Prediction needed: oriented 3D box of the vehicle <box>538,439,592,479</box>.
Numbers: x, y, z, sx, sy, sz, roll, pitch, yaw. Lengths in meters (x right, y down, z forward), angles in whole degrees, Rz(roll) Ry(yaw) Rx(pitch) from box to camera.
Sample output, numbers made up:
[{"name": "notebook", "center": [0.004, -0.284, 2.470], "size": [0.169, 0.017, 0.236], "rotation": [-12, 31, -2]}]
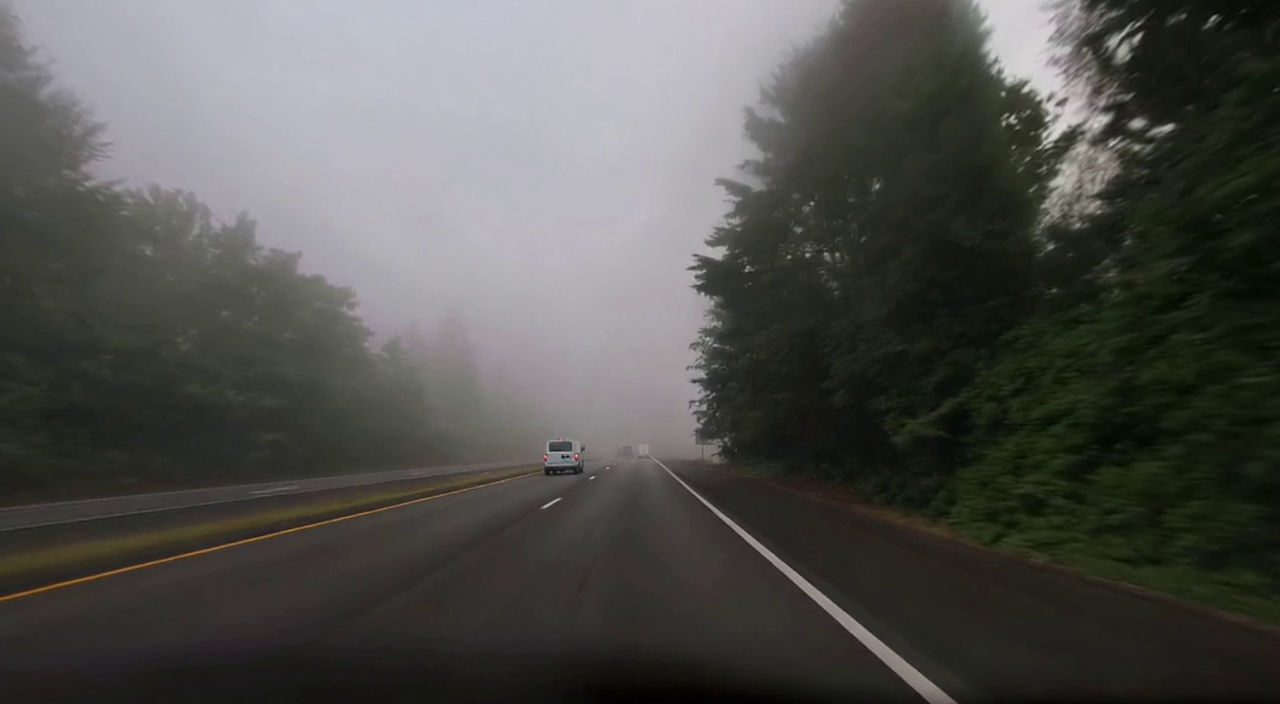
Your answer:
[{"name": "vehicle", "center": [-3.593, 5.206, 30.957], "size": [2.056, 1.811, 4.202], "rotation": [0, -9, 1]}]
